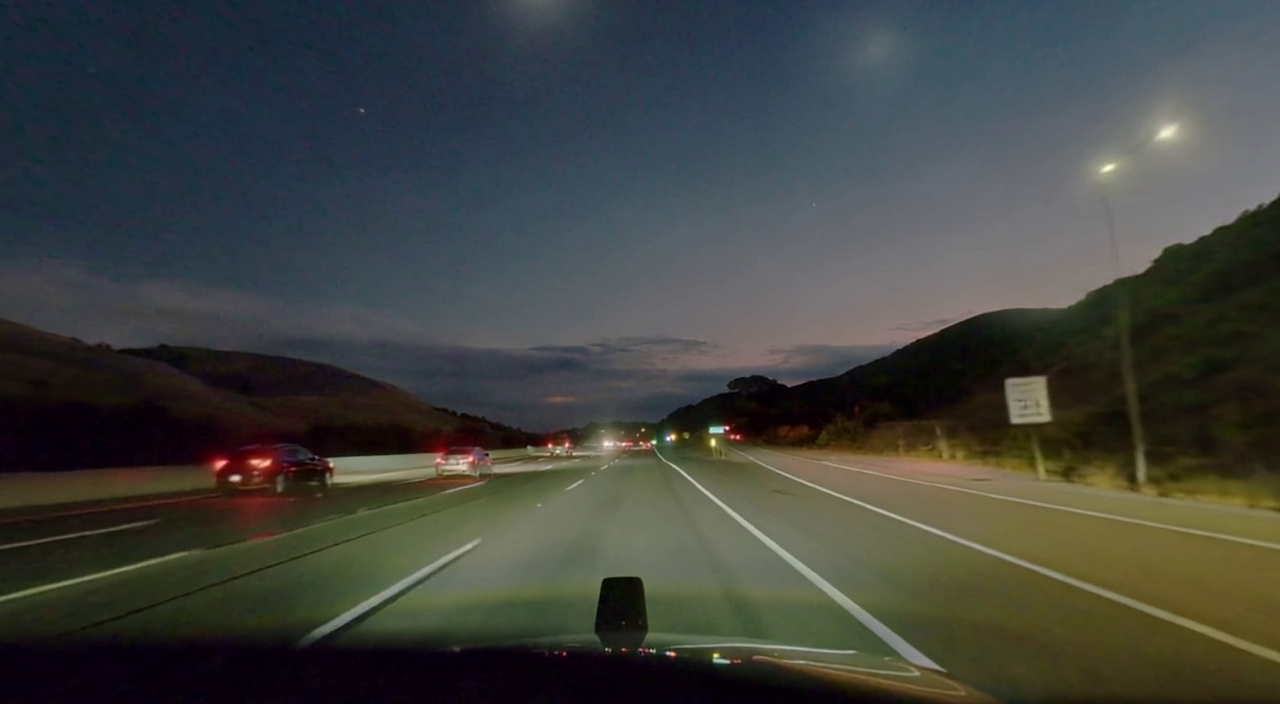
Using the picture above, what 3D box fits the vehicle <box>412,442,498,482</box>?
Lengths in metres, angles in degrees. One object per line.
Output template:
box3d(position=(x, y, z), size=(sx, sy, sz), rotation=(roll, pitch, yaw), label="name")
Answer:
box3d(position=(-7.533, 4.522, 26.194), size=(2.107, 1.484, 4.449), rotation=(0, -9, 1), label="vehicle")

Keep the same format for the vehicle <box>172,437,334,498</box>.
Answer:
box3d(position=(-11.686, 3.506, 19.535), size=(2.020, 1.645, 4.629), rotation=(0, -9, 1), label="vehicle")
